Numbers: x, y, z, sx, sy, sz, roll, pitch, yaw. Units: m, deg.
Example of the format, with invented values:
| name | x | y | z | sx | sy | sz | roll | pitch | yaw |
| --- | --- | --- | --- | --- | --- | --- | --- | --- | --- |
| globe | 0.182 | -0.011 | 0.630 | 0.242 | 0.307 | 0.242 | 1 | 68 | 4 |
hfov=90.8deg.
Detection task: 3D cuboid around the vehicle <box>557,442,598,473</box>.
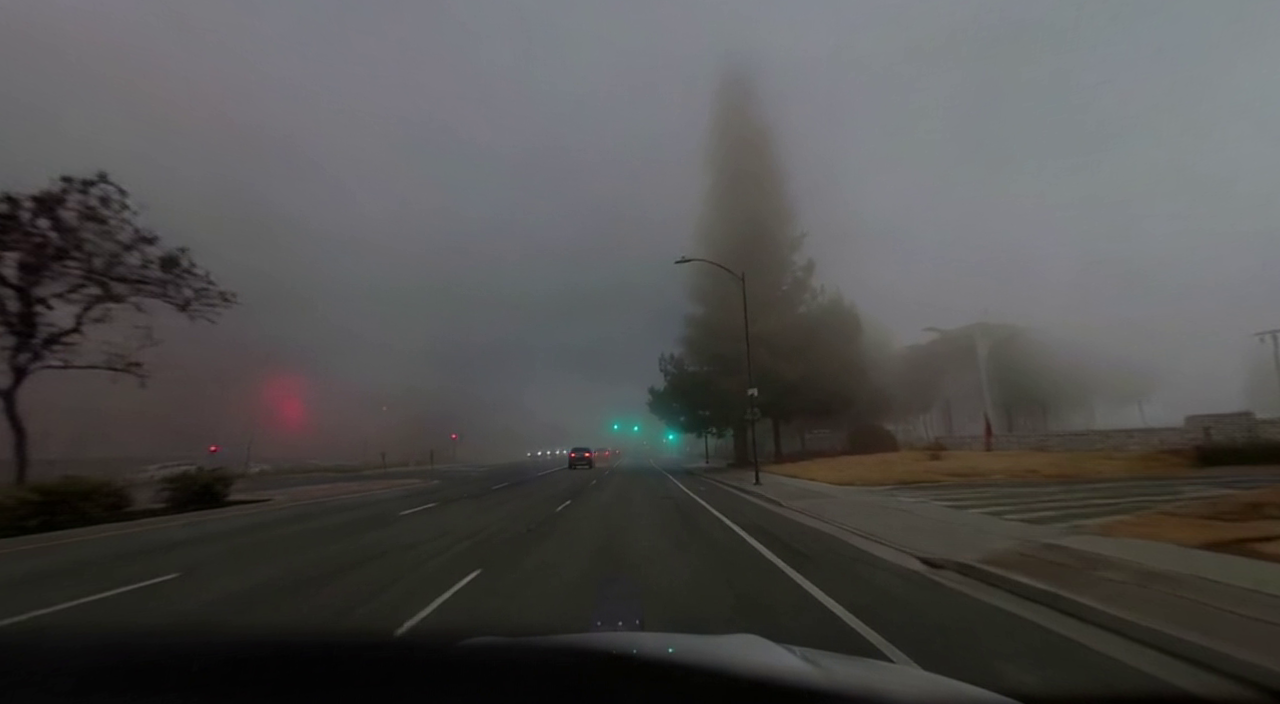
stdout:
| name | x | y | z | sx | sy | sz | roll | pitch | yaw |
| --- | --- | --- | --- | --- | --- | --- | --- | --- | --- |
| vehicle | -3.607 | 6.176 | 37.178 | 1.959 | 1.741 | 4.141 | 0 | -9 | 1 |
